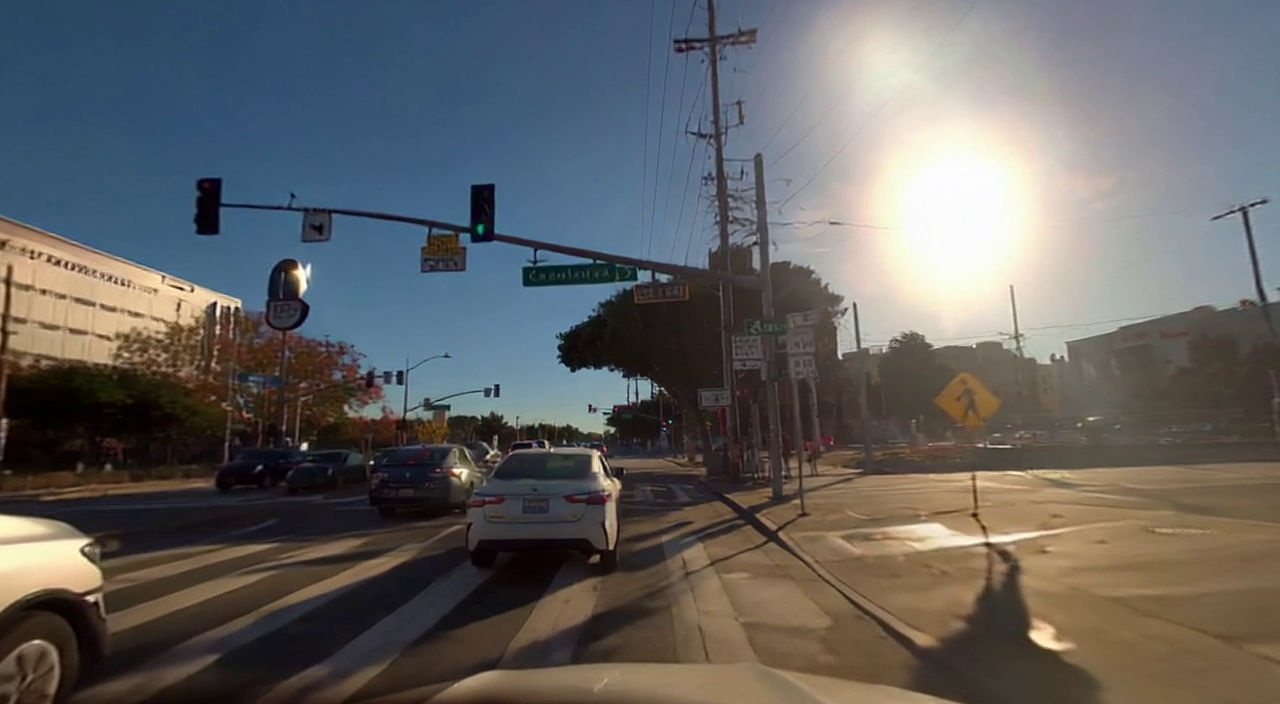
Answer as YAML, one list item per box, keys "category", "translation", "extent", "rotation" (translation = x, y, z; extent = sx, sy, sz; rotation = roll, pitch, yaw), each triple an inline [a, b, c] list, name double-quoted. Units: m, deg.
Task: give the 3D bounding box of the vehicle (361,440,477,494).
- category: "vehicle"
  translation: [-6.672, 3.505, 19.638]
  extent: [1.960, 1.479, 4.654]
  rotation: [0, -9, 0]

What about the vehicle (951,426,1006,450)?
- category: "vehicle"
  translation: [24.549, 6.252, 45.776]
  extent: [1.690, 1.559, 3.521]
  rotation: [4, -8, -10]

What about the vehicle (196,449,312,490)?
- category: "vehicle"
  translation: [-16.004, 4.854, 26.459]
  extent: [2.000, 1.527, 4.786]
  rotation: [0, -9, -2]

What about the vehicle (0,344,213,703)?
- category: "vehicle"
  translation: [-3.392, 0.637, 1.147]
  extent: [2.042, 1.673, 4.516]
  rotation: [0, -9, 0]

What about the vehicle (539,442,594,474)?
- category: "vehicle"
  translation: [-3.596, 5.279, 31.660]
  extent: [2.147, 1.472, 4.406]
  rotation: [0, -9, 1]

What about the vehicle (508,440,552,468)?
- category: "vehicle"
  translation: [-6.864, 6.420, 39.675]
  extent: [2.012, 1.664, 3.917]
  rotation: [0, -9, 1]
